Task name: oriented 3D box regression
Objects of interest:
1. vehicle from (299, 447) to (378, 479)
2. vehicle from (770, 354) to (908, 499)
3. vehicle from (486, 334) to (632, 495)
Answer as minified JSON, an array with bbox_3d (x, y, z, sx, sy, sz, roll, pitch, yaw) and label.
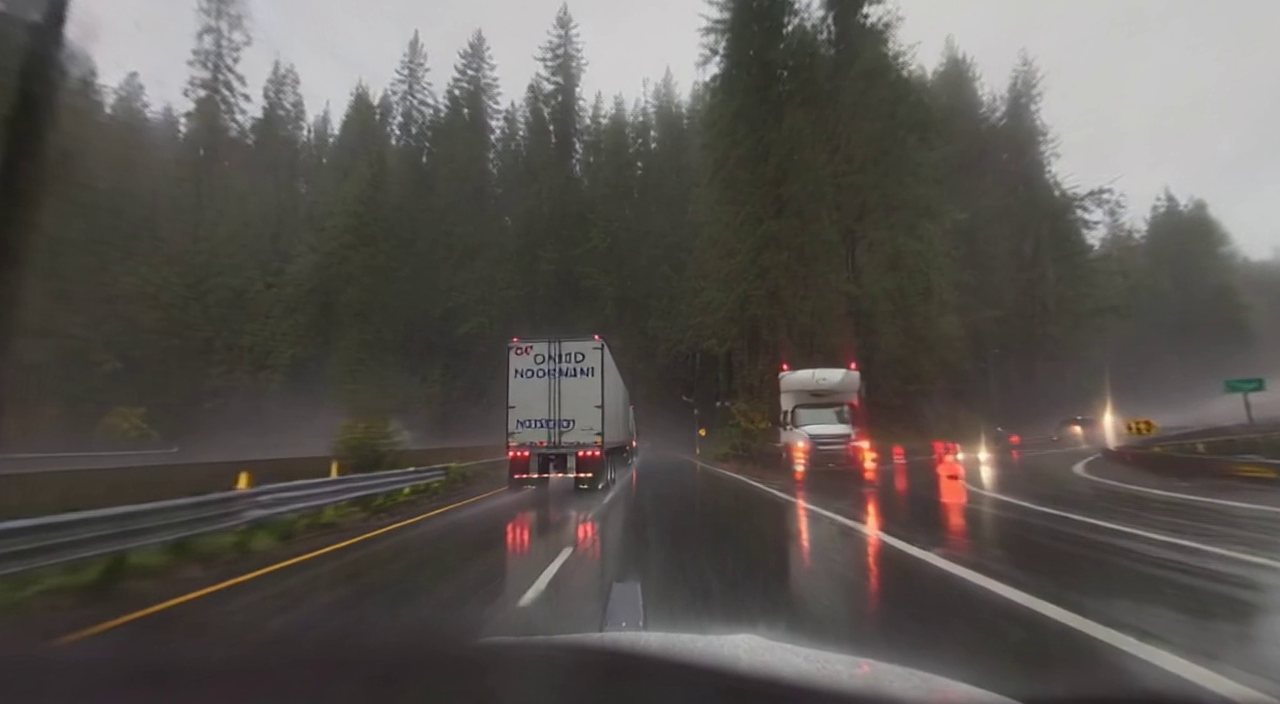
[{"bbox_3d":[-16.580,6.074,34.934,2.100,1.605,4.477,0,-8,1],"label":"vehicle"},{"bbox_3d":[5.253,2.060,17.310,2.928,3.571,3.032,-1,-8,6],"label":"vehicle"},{"bbox_3d":[-2.128,2.726,24.029,2.873,4.060,16.327,0,-8,2],"label":"vehicle"}]
